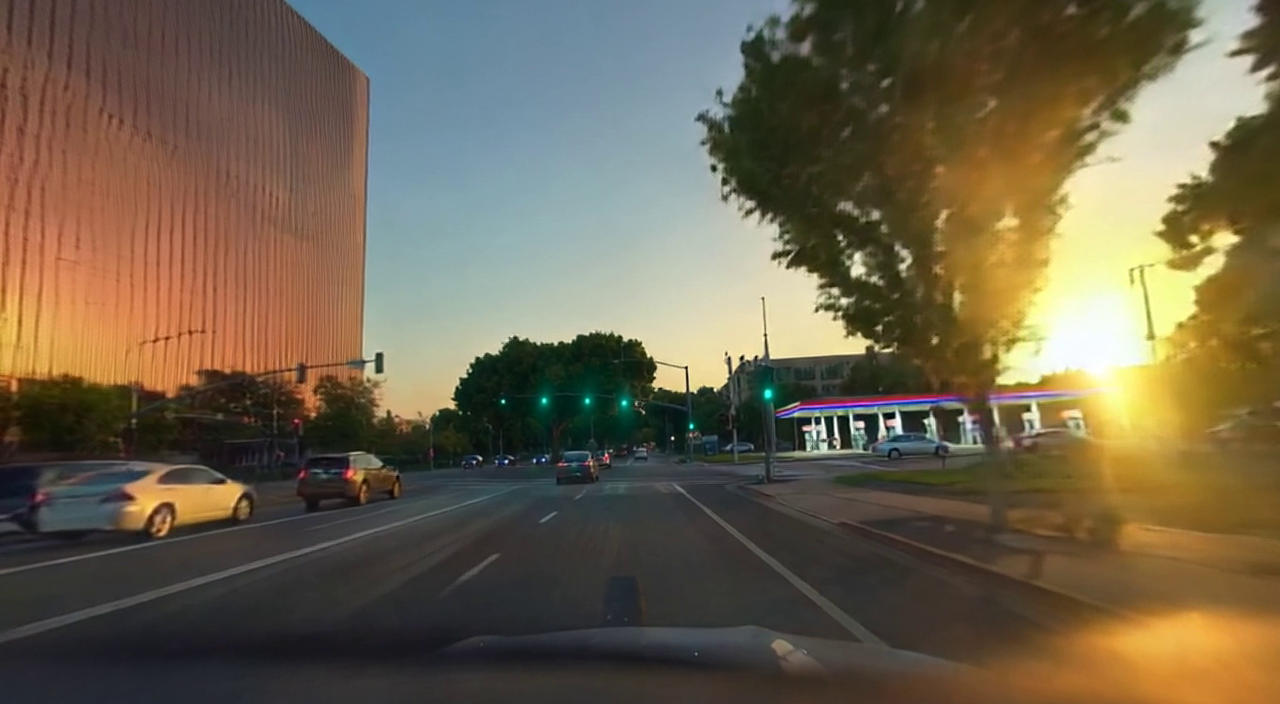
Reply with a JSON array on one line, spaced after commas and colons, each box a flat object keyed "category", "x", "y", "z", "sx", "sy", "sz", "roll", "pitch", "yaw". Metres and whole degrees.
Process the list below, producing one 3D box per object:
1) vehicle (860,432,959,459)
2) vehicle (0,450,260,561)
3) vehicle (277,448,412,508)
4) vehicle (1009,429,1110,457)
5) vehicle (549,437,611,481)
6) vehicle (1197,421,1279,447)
[{"category": "vehicle", "x": 17.563, "y": 6.129, "z": 41.273, "sx": 5.708, "sy": 1.585, "sz": 2.070, "roll": -4, "pitch": -7, "yaw": 22}, {"category": "vehicle", "x": -9.475, "y": 2.613, "z": 11.582, "sx": 1.965, "sy": 1.541, "sz": 4.718, "roll": 0, "pitch": -8, "yaw": 1}, {"category": "vehicle", "x": -9.174, "y": 3.906, "z": 20.088, "sx": 2.068, "sy": 1.659, "sz": 4.509, "roll": 0, "pitch": -8, "yaw": 1}, {"category": "vehicle", "x": 25.538, "y": 5.580, "z": 38.537, "sx": 4.700, "sy": 1.579, "sz": 1.823, "roll": -4, "pitch": -8, "yaw": 19}, {"category": "vehicle", "x": -3.097, "y": 5.717, "z": 34.135, "sx": 2.602, "sy": 2.091, "sz": 6.347, "roll": 0, "pitch": -8, "yaw": 1}, {"category": "vehicle", "x": 34.862, "y": 4.623, "z": 35.357, "sx": 4.849, "sy": 1.399, "sz": 2.057, "roll": -2, "pitch": -8, "yaw": 17}]
